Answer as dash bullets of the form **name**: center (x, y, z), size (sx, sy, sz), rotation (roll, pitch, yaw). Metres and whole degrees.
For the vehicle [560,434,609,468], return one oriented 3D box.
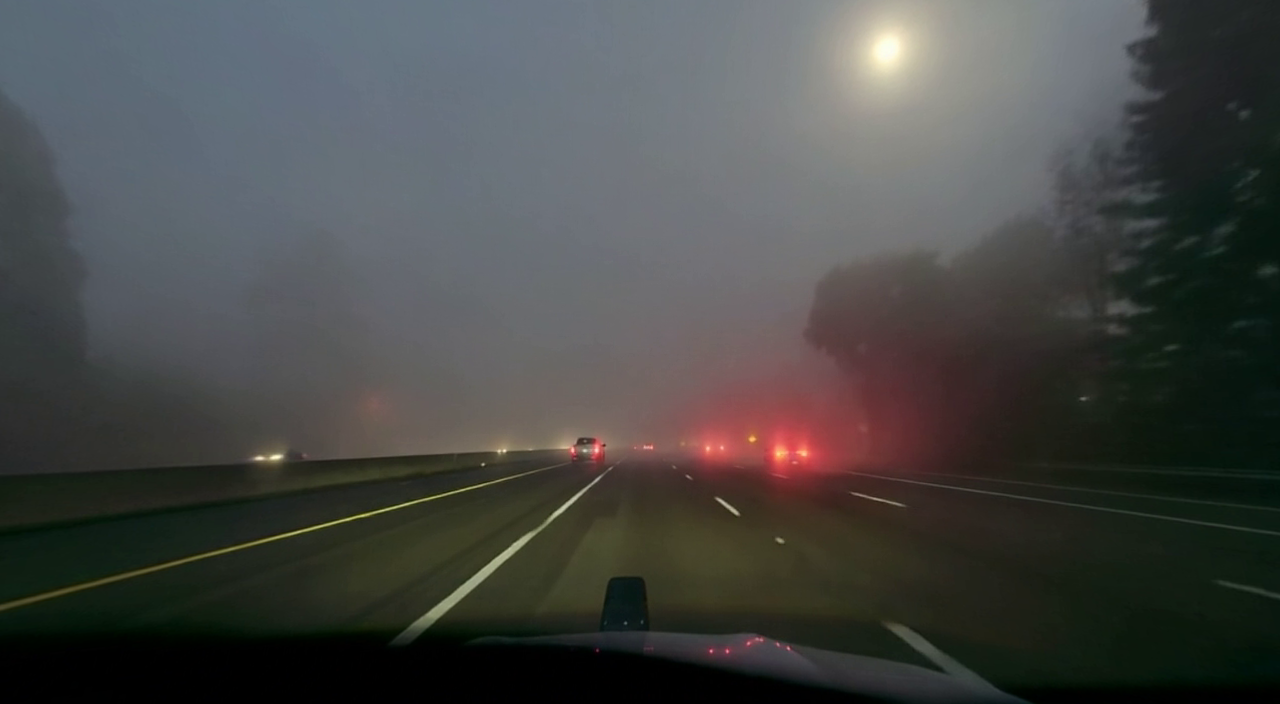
- **vehicle**: center (-3.291, 6.051, 38.715), size (2.453, 1.952, 5.320), rotation (0, -8, 1)

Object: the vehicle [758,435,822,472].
- **vehicle**: center (7.391, 5.053, 31.433), size (2.063, 1.706, 4.259), rotation (0, -8, -1)
